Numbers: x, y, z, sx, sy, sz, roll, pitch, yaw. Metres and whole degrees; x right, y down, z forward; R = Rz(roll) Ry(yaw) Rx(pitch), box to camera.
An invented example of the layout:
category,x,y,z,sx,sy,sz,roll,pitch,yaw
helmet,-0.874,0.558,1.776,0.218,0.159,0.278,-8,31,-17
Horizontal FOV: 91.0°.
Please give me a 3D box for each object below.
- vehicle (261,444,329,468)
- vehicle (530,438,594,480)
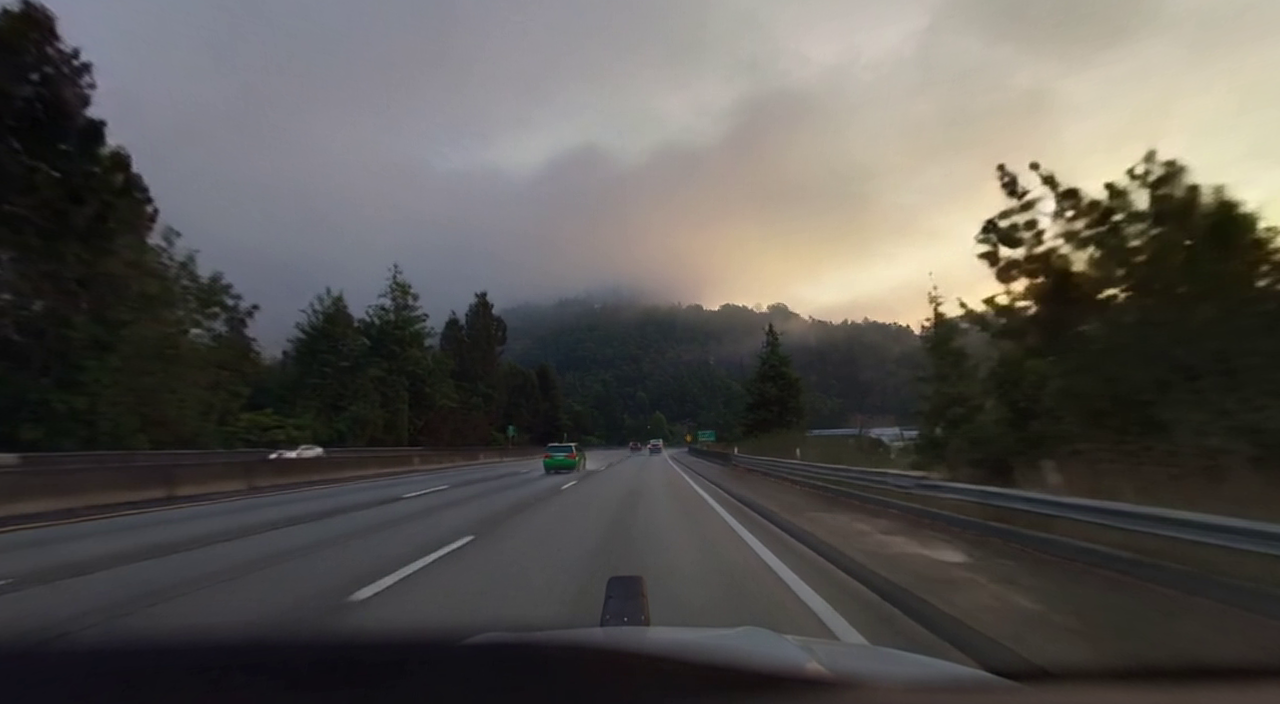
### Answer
category,x,y,z,sx,sy,sz,roll,pitch,yaw
vehicle,-22.281,6.708,40.828,1.791,1.462,4.451,0,-8,2
vehicle,-3.061,4.296,25.617,2.015,1.561,4.469,0,-8,0
